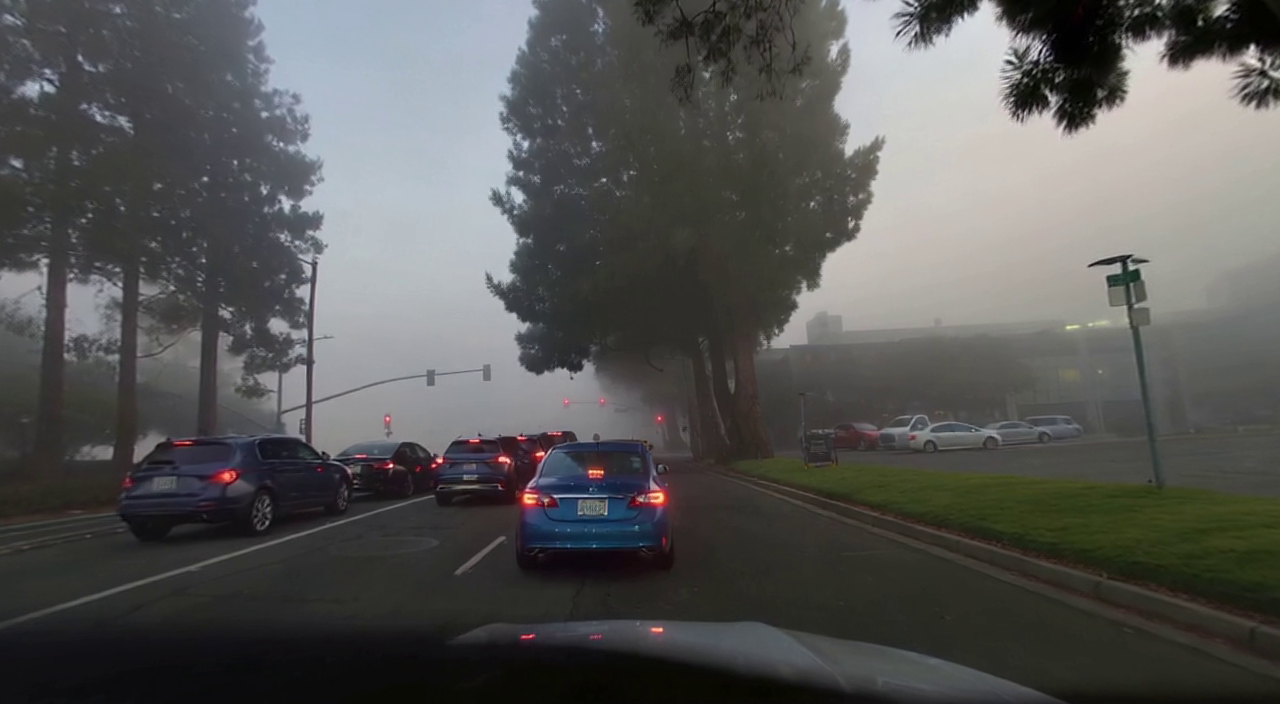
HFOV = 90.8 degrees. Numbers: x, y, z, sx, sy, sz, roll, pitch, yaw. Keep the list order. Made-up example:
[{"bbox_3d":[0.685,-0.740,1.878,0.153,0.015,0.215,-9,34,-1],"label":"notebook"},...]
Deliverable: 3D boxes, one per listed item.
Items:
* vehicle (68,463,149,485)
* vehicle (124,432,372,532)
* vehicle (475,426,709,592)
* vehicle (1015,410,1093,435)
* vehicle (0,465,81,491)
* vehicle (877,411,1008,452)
[{"bbox_3d":[-36.435,8.364,43.369,3.918,1.423,1.861,0,-9,1],"label":"vehicle"},{"bbox_3d":[-7.278,2.436,12.432,2.096,1.593,4.288,0,-9,0],"label":"vehicle"},{"bbox_3d":[-0.426,1.719,7.722,2.104,1.472,3.946,0,-9,0],"label":"vehicle"},{"bbox_3d":[30.354,5.235,46.479,4.627,1.671,1.929,-5,-10,31],"label":"vehicle"},{"bbox_3d":[-36.647,7.548,38.052,4.093,1.440,1.804,0,-9,-1],"label":"vehicle"},{"bbox_3d":[13.918,3.708,29.308,4.975,1.809,1.956,0,-9,1],"label":"vehicle"}]
